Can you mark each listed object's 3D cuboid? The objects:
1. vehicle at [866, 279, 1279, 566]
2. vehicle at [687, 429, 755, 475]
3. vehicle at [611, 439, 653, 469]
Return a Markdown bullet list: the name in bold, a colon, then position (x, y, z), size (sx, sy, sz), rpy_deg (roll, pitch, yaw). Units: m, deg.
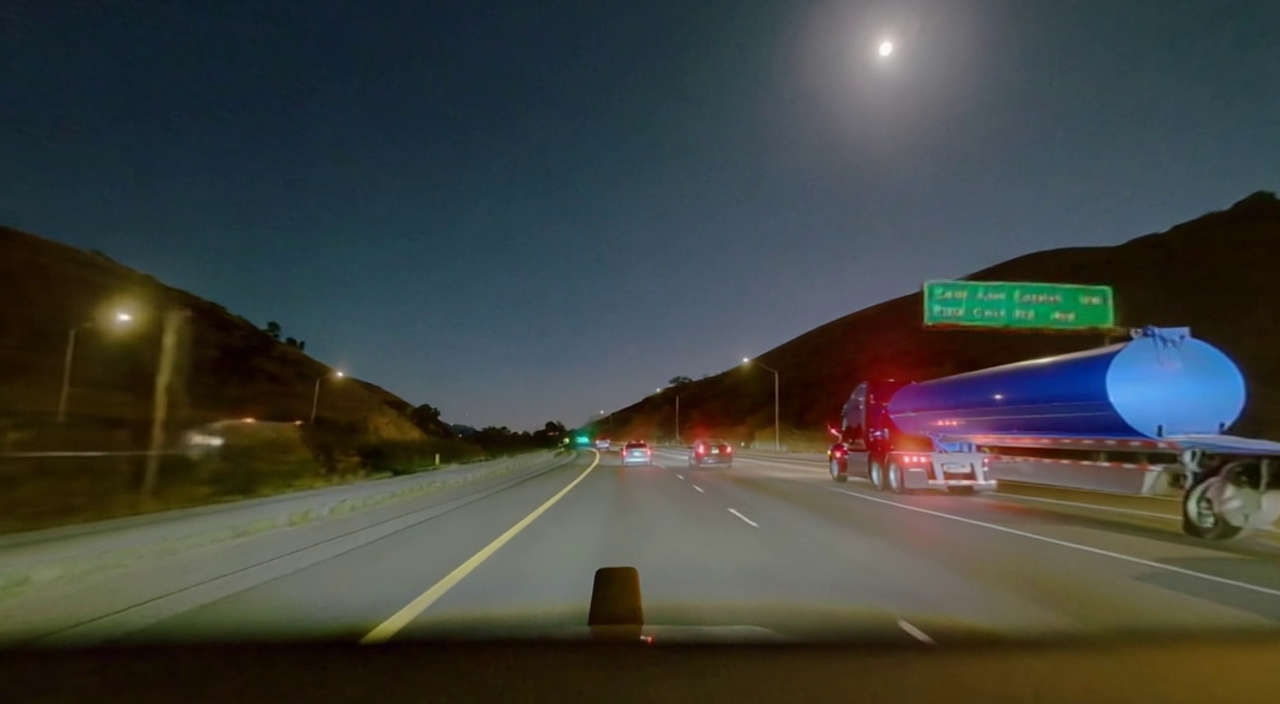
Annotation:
- **vehicle**: position (7.399, 1.400, 11.362), size (2.880, 2.975, 9.608), rpy_deg (0, -9, -2)
- **vehicle**: position (3.359, 4.270, 27.165), size (2.098, 1.794, 4.561), rpy_deg (0, -9, -3)
- **vehicle**: position (-0.483, 5.368, 33.512), size (2.083, 1.477, 3.965), rpy_deg (0, -9, -3)
